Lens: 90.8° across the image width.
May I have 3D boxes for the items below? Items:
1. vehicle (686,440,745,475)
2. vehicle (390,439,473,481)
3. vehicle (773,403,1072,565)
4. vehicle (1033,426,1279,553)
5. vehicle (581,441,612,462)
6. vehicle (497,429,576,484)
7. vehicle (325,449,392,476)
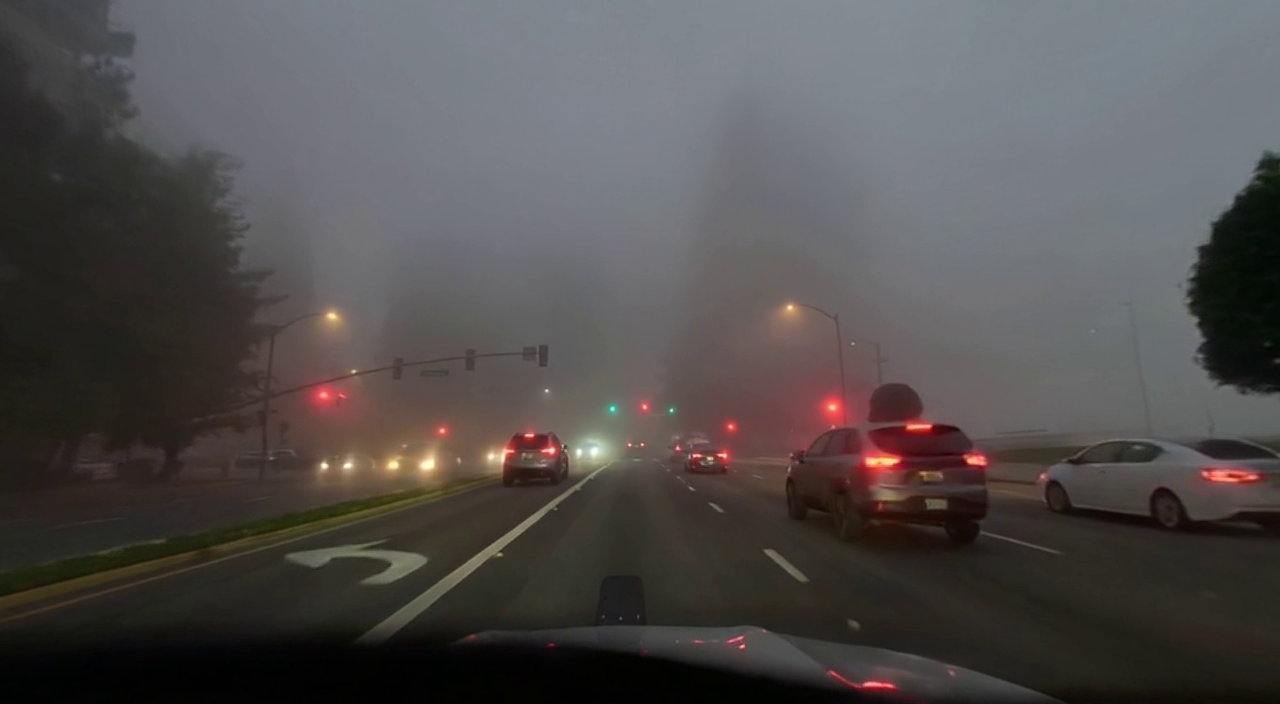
[{"bbox_3d":[3.394,4.873,29.434,2.054,1.473,4.511,0,-8,-2],"label":"vehicle"},{"bbox_3d":[-8.925,4.646,27.501,2.036,1.655,4.529,-1,-8,0],"label":"vehicle"},{"bbox_3d":[3.614,1.795,9.359,2.152,1.742,4.704,0,-8,-1],"label":"vehicle"},{"bbox_3d":[8.668,1.989,9.939,1.944,1.503,4.723,-1,-8,0],"label":"vehicle"},{"bbox_3d":[-3.173,7.413,47.272,2.032,1.442,4.336,0,-8,0],"label":"vehicle"},{"bbox_3d":[-3.644,3.777,23.050,2.155,1.797,3.989,-1,-8,1],"label":"vehicle"},{"bbox_3d":[-17.566,6.906,39.631,2.067,1.512,4.533,-1,-8,1],"label":"vehicle"}]
